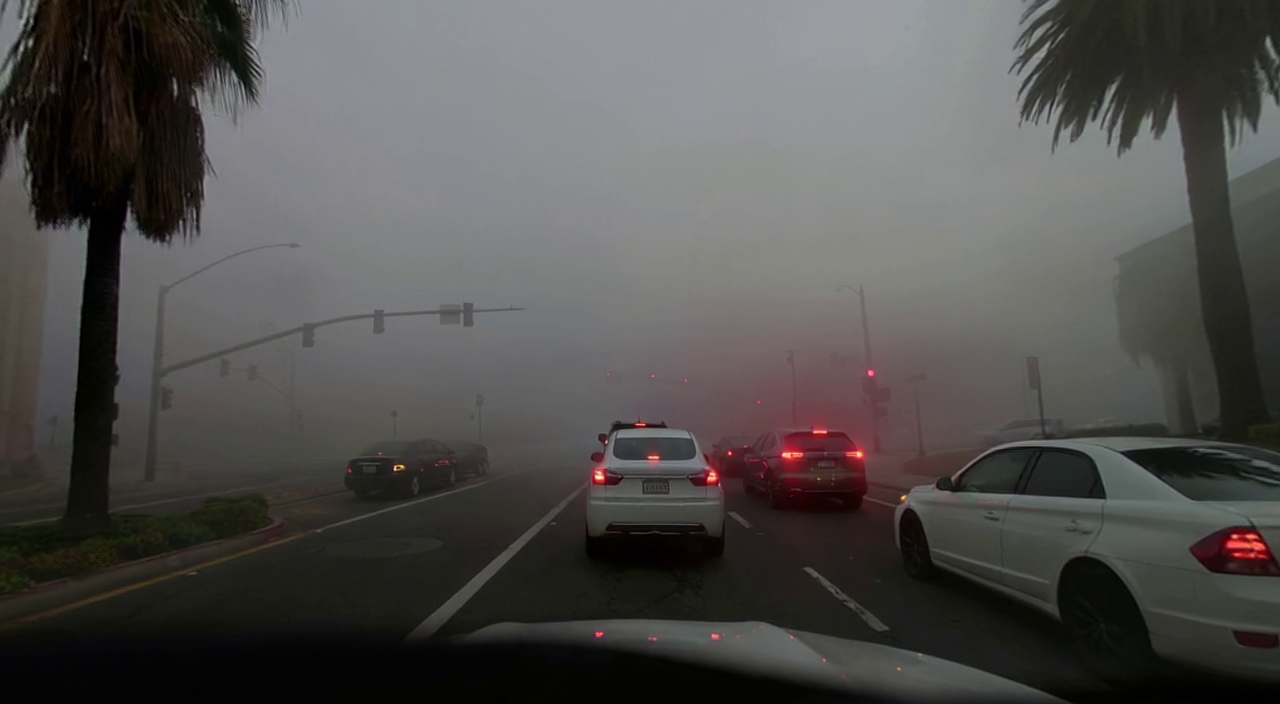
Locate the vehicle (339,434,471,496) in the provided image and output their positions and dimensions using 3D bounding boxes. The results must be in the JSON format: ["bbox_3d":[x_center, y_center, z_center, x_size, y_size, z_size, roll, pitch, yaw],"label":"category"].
[{"bbox_3d":[-6.252,3.052,17.388,1.900,1.487,4.165,0,-8,2],"label":"vehicle"}]

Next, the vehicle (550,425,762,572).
[{"bbox_3d":[0.178,1.787,8.458,2.140,1.474,4.026,0,-8,0],"label":"vehicle"}]

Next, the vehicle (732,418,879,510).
[{"bbox_3d":[3.496,2.468,14.303,2.169,1.751,4.276,0,-8,0],"label":"vehicle"}]

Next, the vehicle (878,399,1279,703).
[{"bbox_3d":[3.538,1.227,4.479,1.910,1.490,4.661,0,-8,1],"label":"vehicle"}]

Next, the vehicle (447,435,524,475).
[{"bbox_3d":[-6.041,4.096,25.219,1.822,1.456,4.396,-1,-8,2],"label":"vehicle"}]
